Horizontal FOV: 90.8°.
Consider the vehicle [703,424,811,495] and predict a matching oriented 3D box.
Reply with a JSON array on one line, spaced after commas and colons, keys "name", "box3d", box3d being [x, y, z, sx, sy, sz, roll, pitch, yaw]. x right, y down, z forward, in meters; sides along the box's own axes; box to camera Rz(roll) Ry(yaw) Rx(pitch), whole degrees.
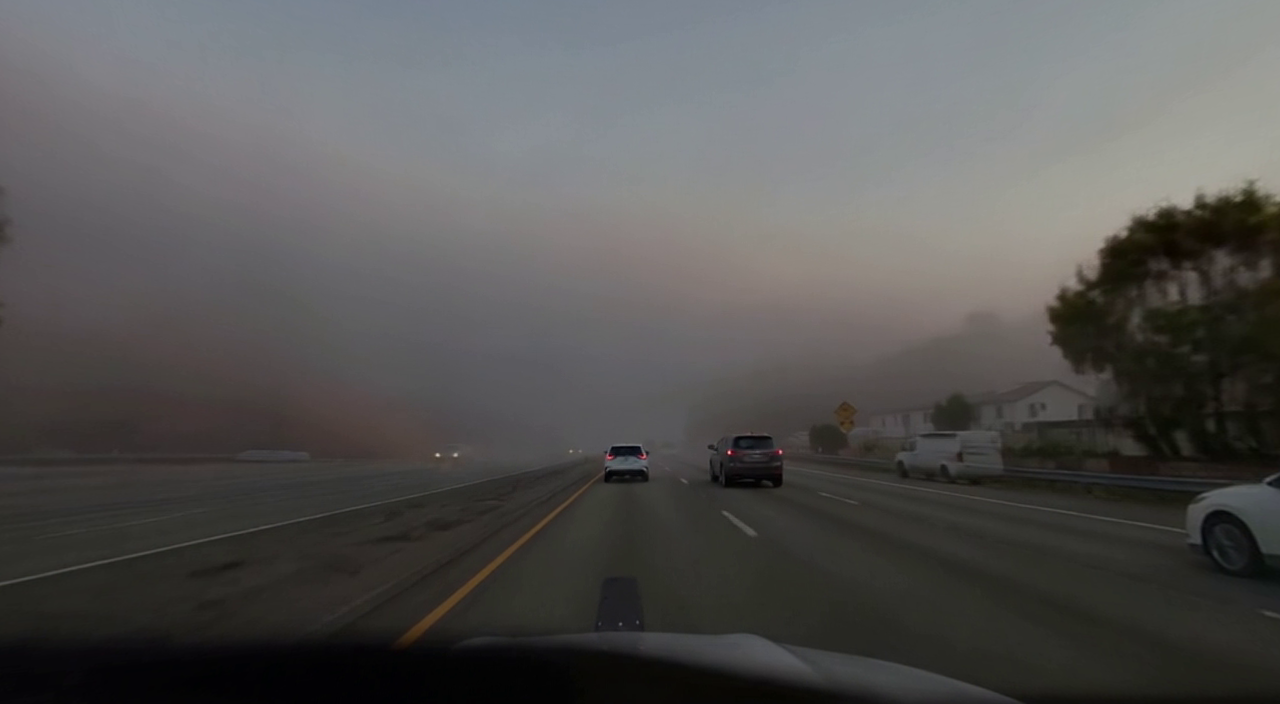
[{"name": "vehicle", "box3d": [3.294, 3.152, 18.887, 2.186, 1.842, 4.553, 0, -8, -2]}]

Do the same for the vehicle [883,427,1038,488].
[{"name": "vehicle", "box3d": [11.285, 3.784, 23.011, 2.533, 1.900, 6.143, 0, -8, 1]}]

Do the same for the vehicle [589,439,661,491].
[{"name": "vehicle", "box3d": [-0.434, 3.511, 19.923, 2.040, 1.451, 3.736, 0, -8, 0]}]

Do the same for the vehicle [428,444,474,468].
[{"name": "vehicle", "box3d": [-14.227, 7.805, 47.788, 1.971, 1.718, 4.408, 0, -8, 1]}]
